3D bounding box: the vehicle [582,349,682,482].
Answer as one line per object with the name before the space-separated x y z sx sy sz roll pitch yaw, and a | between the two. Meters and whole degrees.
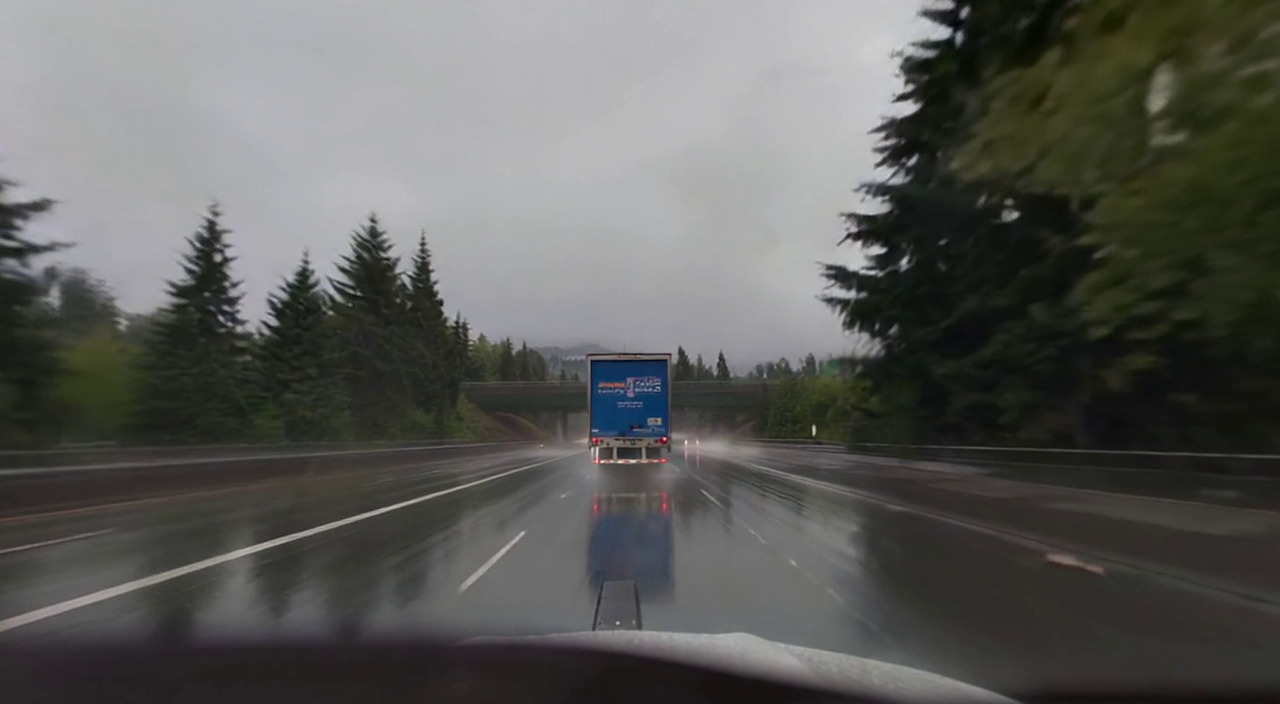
vehicle | -0.463 2.515 23.575 2.895 3.861 10.213 0 -8 -3
